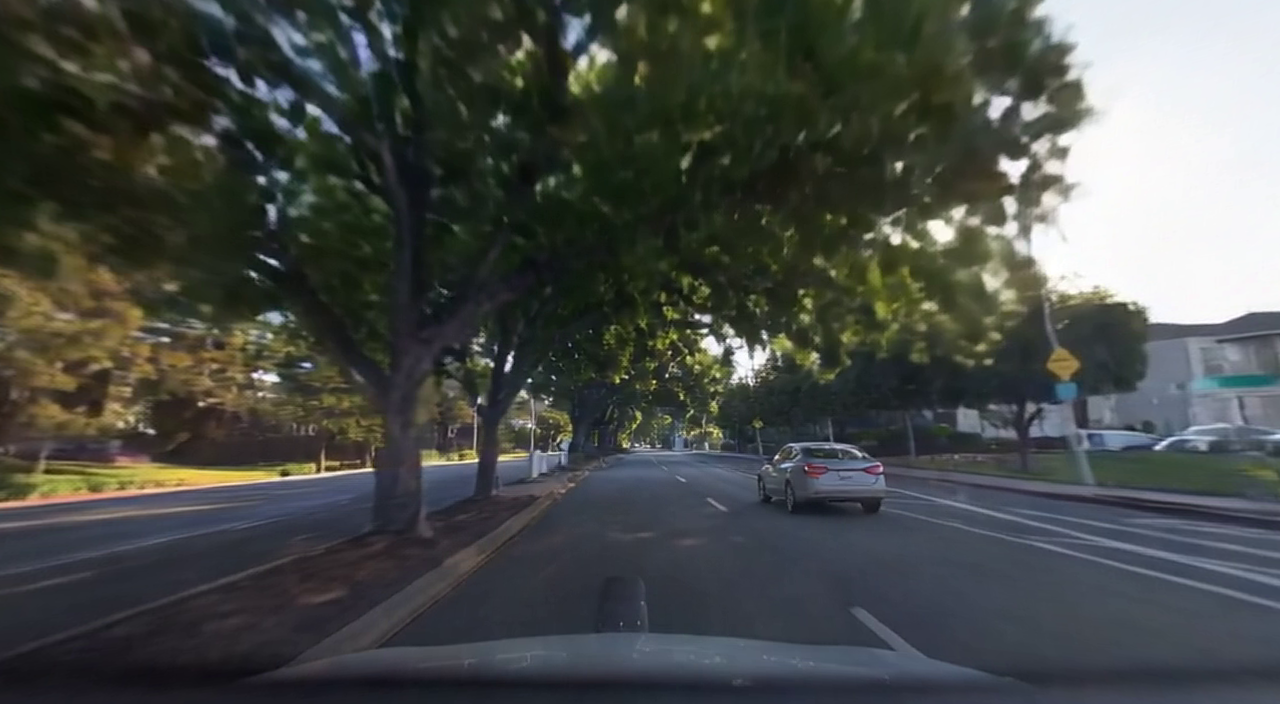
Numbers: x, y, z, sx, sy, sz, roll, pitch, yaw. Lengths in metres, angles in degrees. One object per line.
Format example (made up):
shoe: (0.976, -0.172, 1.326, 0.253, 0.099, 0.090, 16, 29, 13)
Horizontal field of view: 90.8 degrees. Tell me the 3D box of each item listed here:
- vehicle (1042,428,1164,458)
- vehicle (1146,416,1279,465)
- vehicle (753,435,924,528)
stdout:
vehicle: (26.301, 5.207, 36.060, 5.085, 1.657, 2.372, 0, -9, 0)
vehicle: (25.801, 3.943, 28.120, 4.733, 2.074, 2.022, 0, -9, -1)
vehicle: (3.528, 2.370, 12.118, 1.852, 1.453, 4.083, 0, -9, -2)
